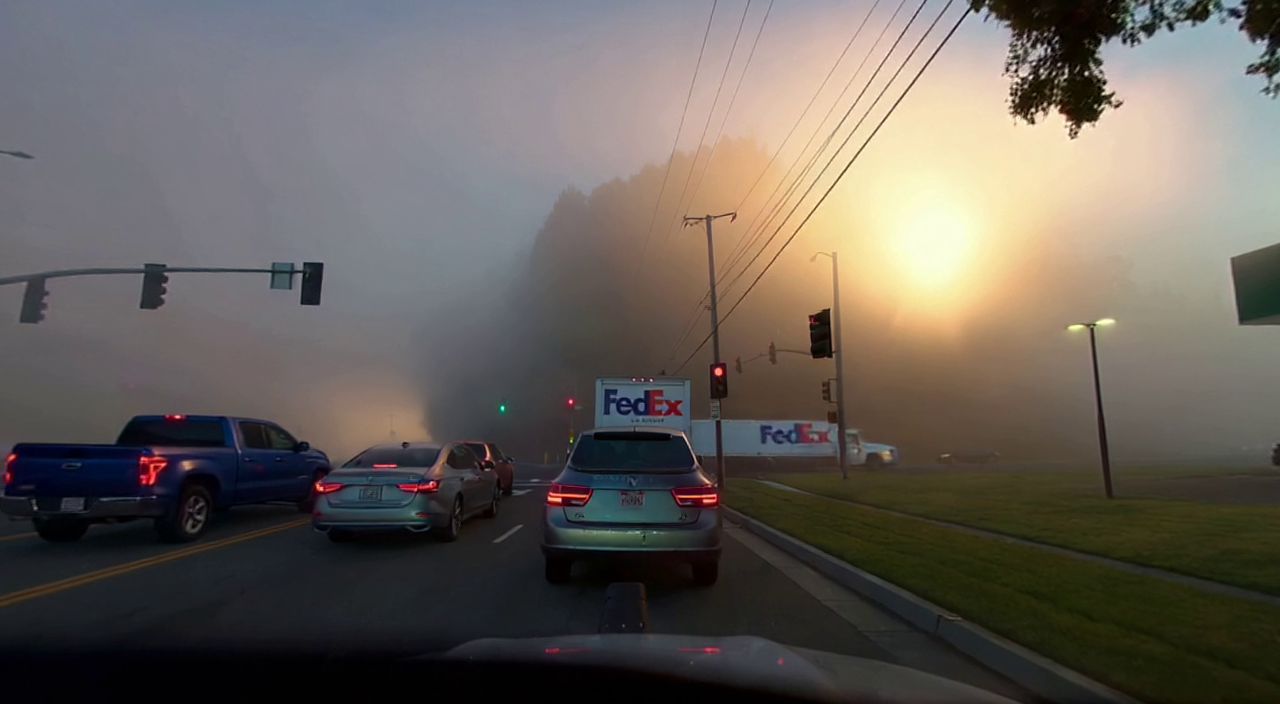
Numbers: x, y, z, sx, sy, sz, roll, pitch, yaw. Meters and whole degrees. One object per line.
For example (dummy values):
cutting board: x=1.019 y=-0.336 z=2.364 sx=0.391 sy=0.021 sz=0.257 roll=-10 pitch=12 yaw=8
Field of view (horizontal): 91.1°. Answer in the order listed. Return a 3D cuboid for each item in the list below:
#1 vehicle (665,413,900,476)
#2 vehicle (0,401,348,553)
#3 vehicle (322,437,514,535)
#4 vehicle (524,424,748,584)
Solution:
vehicle: x=8.065 y=5.433 z=37.013 sx=12.889 sy=3.380 sz=3.345 roll=-1 pitch=-9 yaw=9
vehicle: x=-7.292 y=1.985 z=10.720 sx=2.125 sy=1.893 sz=5.498 roll=0 pitch=-9 yaw=-2
vehicle: x=-3.867 y=2.400 z=11.926 sx=1.949 sy=1.487 sz=4.390 roll=0 pitch=-9 yaw=1
vehicle: x=-0.037 y=1.786 z=8.239 sx=2.145 sy=1.513 sz=4.269 roll=0 pitch=-9 yaw=0
